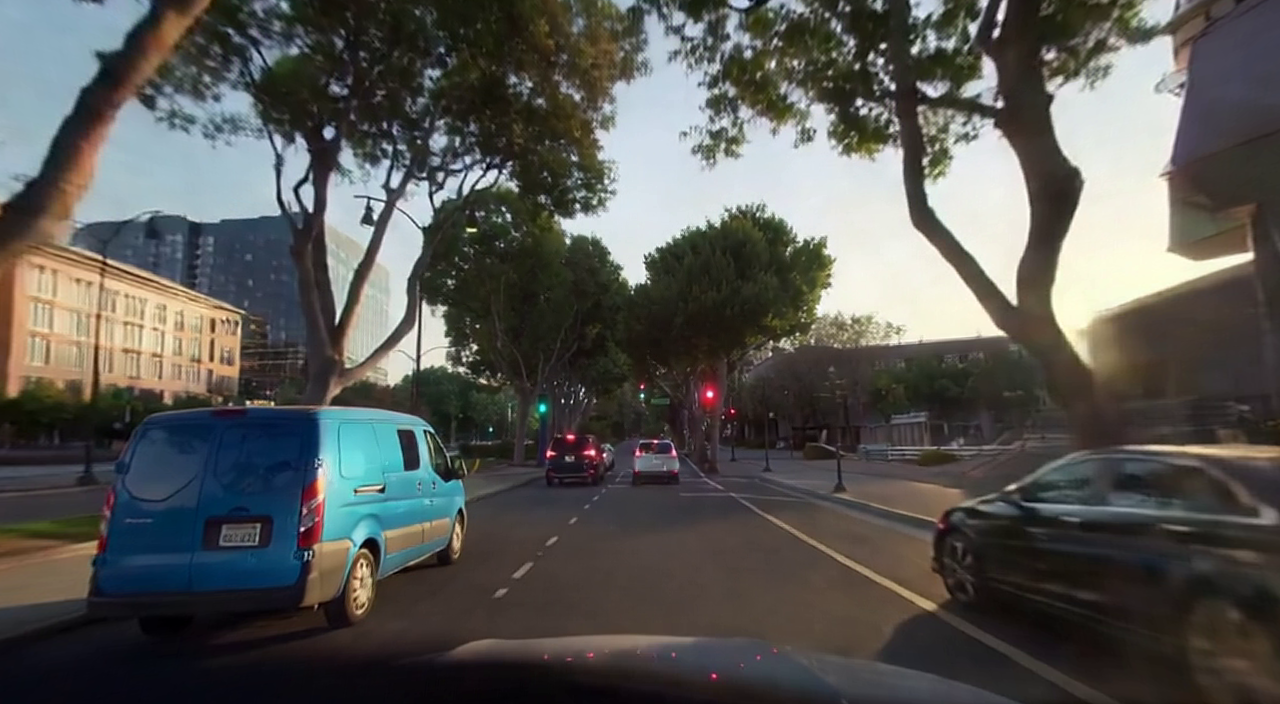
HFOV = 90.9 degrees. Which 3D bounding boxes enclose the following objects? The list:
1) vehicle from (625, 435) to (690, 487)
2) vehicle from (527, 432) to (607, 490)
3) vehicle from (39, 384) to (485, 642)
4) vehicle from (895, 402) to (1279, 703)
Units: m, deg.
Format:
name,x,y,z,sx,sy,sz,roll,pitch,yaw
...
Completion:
name,x,y,z,sx,sy,sz,roll,pitch,yaw
vehicle,0.652,3.997,23.370,2.205,1.727,3.917,0,-8,2
vehicle,-2.387,3.731,21.888,2.124,1.799,4.587,0,-8,2
vehicle,-3.024,1.365,6.221,1.940,1.722,3.823,0,-8,1
vehicle,3.571,1.181,4.075,2.067,1.479,4.409,0,-8,1
